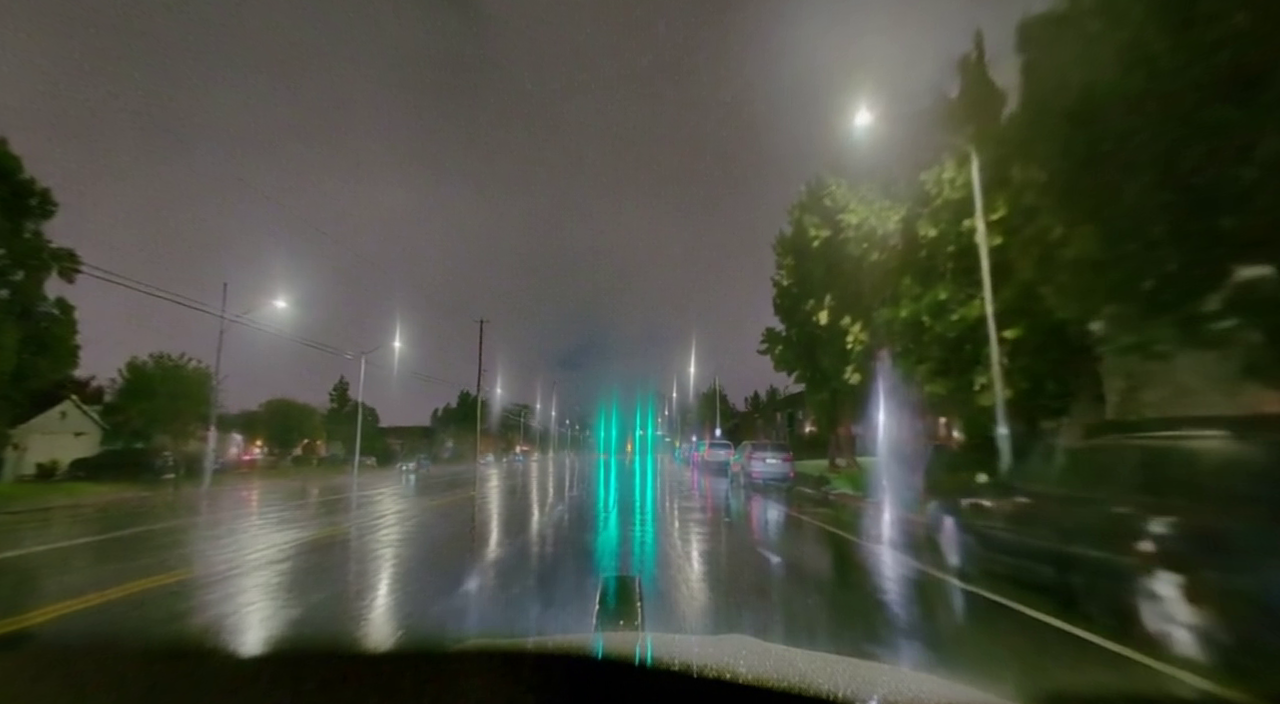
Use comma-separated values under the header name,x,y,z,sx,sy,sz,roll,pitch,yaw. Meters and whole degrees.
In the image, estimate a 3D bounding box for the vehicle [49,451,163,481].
name,x,y,z,sx,sy,sz,roll,pitch,yaw
vehicle,-28.789,6.134,34.147,4.376,1.482,1.933,-1,-9,1

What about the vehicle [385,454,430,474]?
name,x,y,z,sx,sy,sz,roll,pitch,yaw
vehicle,-17.771,8.539,48.522,1.831,1.428,4.456,0,-9,0

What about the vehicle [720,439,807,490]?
name,x,y,z,sx,sy,sz,roll,pitch,yaw
vehicle,4.507,4.190,23.925,2.154,1.718,4.980,0,-9,-2

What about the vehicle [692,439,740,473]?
name,x,y,z,sx,sy,sz,roll,pitch,yaw
vehicle,4.346,6.062,37.057,2.078,1.837,5.088,0,-9,-1

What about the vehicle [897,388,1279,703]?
name,x,y,z,sx,sy,sz,roll,pitch,yaw
vehicle,4.461,1.424,5.808,2.077,1.718,4.885,0,-9,-1
